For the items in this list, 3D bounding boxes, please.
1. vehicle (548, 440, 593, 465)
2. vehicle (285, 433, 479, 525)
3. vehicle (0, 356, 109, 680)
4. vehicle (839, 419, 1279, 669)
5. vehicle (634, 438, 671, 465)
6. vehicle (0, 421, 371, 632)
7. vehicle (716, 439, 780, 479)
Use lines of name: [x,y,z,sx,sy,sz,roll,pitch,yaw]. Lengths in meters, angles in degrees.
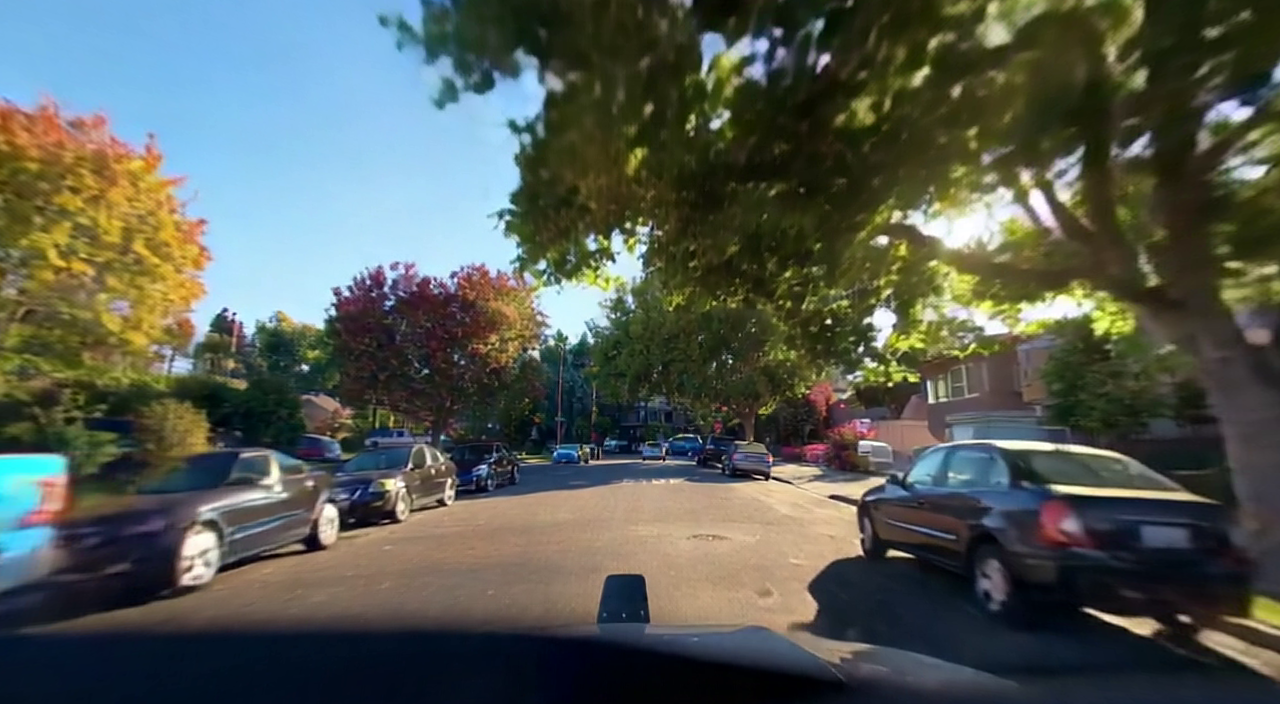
vehicle: [-4.259,6.253,39.196,1.999,1.441,4.628,-1,-8,3]
vehicle: [-4.819,2.408,12.534,1.876,1.500,4.361,0,-8,2]
vehicle: [-4.769,0.676,1.837,2.162,1.857,4.758,2,-8,0]
vehicle: [3.769,1.539,6.270,2.068,1.558,4.511,0,-8,0]
vehicle: [0.732,5.856,37.015,2.010,1.499,4.107,0,-8,1]
vehicle: [-4.806,1.561,6.715,1.791,1.483,4.339,0,-8,2]
vehicle: [4.334,4.375,25.914,1.876,1.477,4.324,0,-8,0]
